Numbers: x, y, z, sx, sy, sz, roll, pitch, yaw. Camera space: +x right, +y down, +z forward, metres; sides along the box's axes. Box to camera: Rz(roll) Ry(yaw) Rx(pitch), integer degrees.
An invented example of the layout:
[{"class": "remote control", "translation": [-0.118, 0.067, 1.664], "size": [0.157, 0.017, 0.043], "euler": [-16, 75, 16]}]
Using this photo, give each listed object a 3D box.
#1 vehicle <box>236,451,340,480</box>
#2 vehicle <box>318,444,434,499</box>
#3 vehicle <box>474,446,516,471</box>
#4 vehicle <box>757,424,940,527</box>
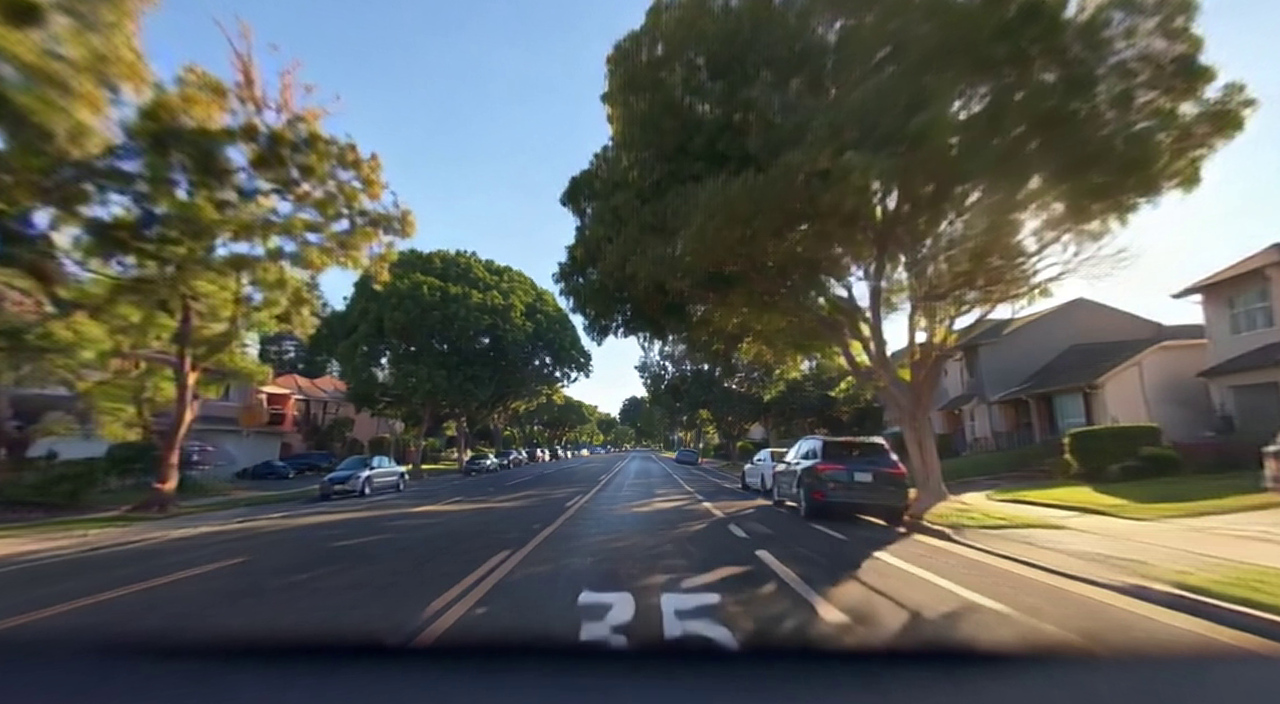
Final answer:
[{"class": "vehicle", "translation": [-19.242, 6.215, 34.686], "size": [4.530, 1.477, 1.843], "euler": [0, -8, -1]}, {"class": "vehicle", "translation": [-10.678, 4.814, 26.150], "size": [2.338, 1.871, 5.795], "euler": [-4, -8, 0]}, {"class": "vehicle", "translation": [-10.811, 7.980, 47.254], "size": [2.082, 1.661, 4.403], "euler": [-3, -10, 0]}, {"class": "vehicle", "translation": [4.166, 2.564, 13.716], "size": [2.254, 1.812, 4.817], "euler": [0, -8, -1]}]
